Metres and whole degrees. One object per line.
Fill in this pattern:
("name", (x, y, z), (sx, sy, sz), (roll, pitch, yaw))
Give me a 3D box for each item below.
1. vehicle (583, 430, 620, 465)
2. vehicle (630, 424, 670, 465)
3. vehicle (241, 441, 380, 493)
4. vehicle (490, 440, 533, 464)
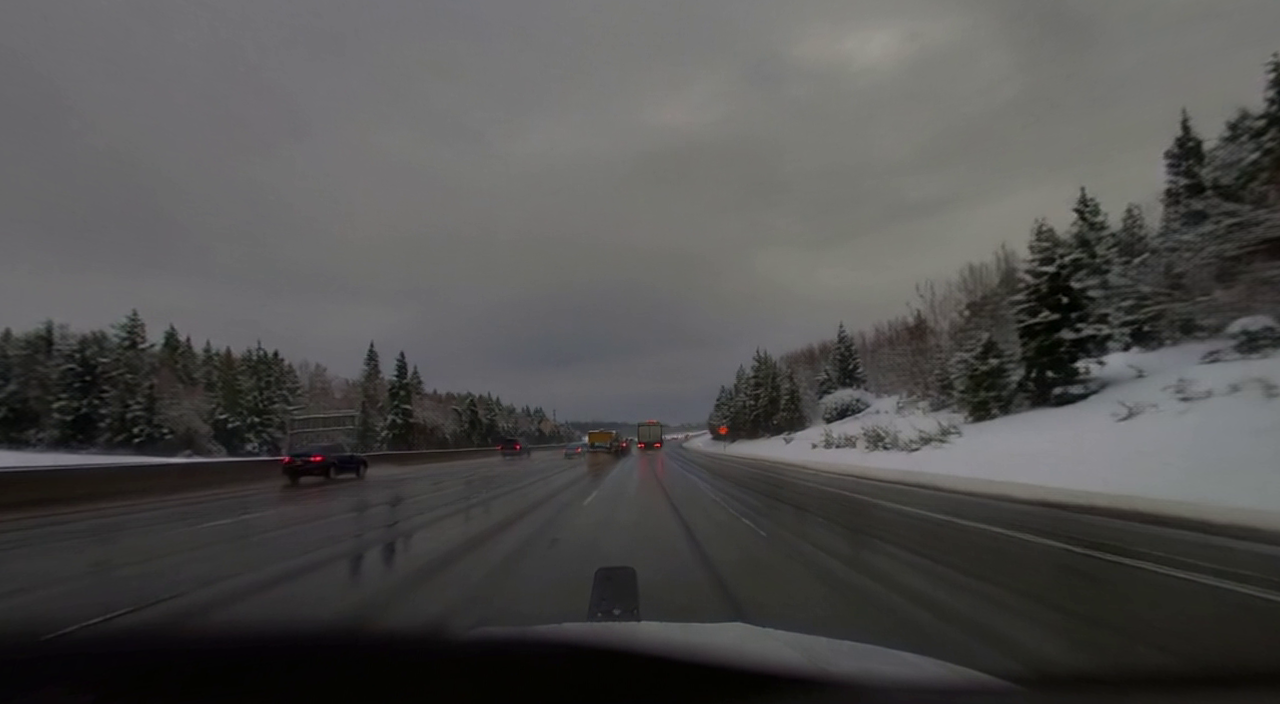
("vehicle", (-2.840, 7.280, 48.274), (2.328, 2.519, 5.238), (0, -8, 2))
("vehicle", (0.775, 7.019, 48.197), (2.768, 2.854, 6.757), (1, -8, 1))
("vehicle", (-10.309, 3.617, 20.267), (1.952, 1.457, 4.689), (0, -8, 0))
("vehicle", (-10.006, 7.814, 49.660), (2.080, 1.777, 5.450), (0, -8, 2))
